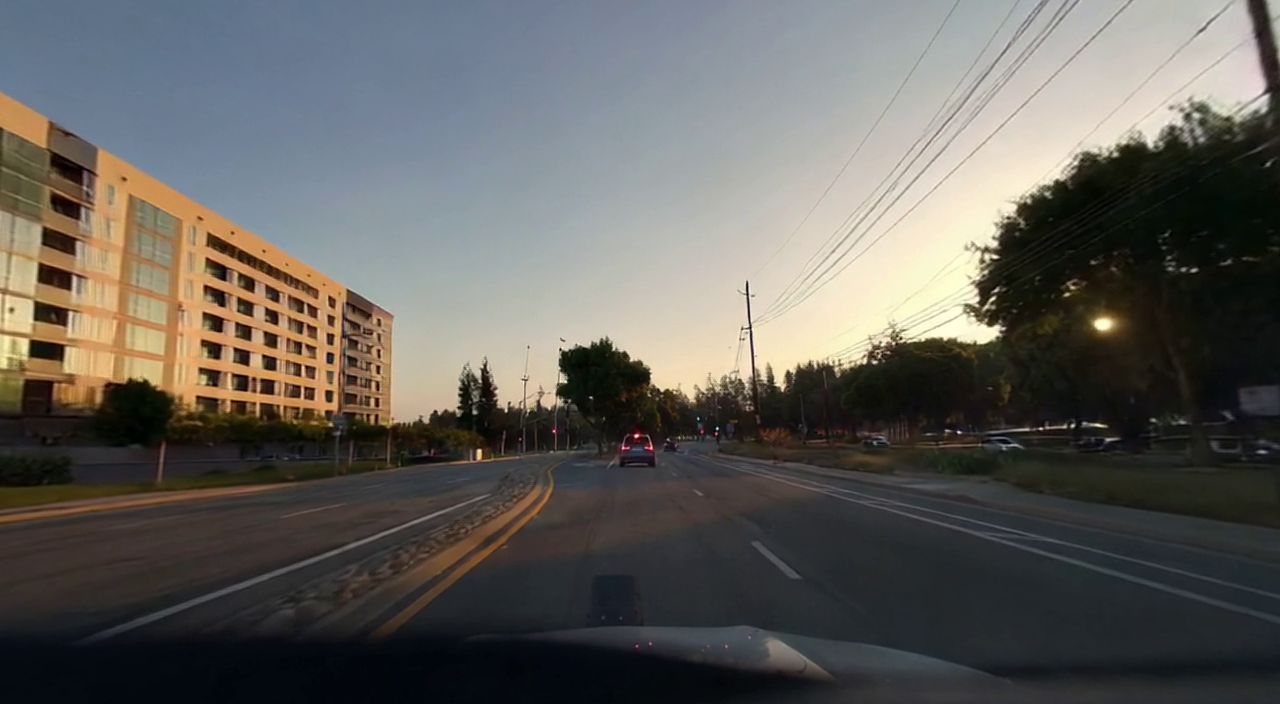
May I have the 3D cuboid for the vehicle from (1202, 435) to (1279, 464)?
[{"bbox_3d":[31.137,4.941,32.120,1.610,1.397,3.842,-1,-9,2],"label":"vehicle"}]

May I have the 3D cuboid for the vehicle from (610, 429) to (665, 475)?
[{"bbox_3d":[-0.114,4.275,27.122,2.189,1.776,4.342,0,-9,0],"label":"vehicle"}]
